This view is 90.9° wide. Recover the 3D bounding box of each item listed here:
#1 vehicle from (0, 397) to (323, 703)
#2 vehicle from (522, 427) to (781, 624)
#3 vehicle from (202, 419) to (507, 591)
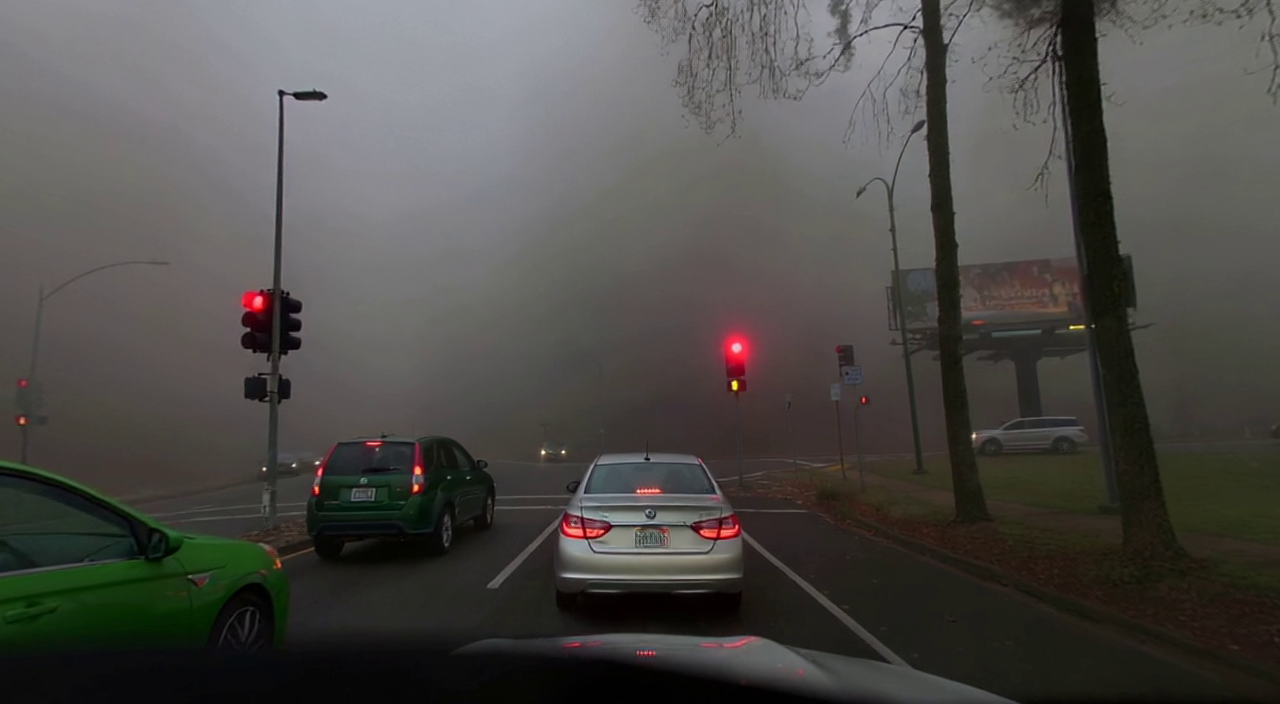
[{"bbox_3d":[-3.155,0.964,2.418,1.808,1.520,3.846,-1,-9,1],"label":"vehicle"},{"bbox_3d":[0.022,1.597,6.633,1.977,1.467,3.474,0,-9,-2],"label":"vehicle"},{"bbox_3d":[-3.184,1.790,8.160,1.950,1.628,4.082,-1,-9,1],"label":"vehicle"}]
